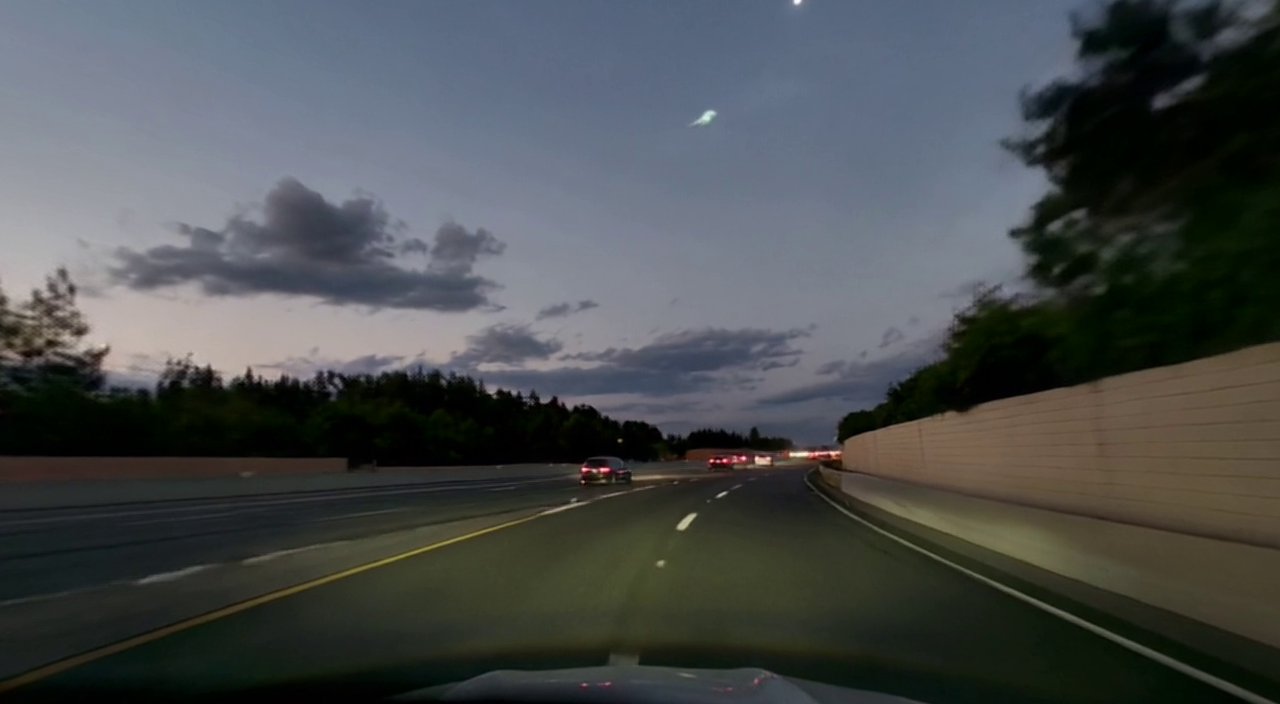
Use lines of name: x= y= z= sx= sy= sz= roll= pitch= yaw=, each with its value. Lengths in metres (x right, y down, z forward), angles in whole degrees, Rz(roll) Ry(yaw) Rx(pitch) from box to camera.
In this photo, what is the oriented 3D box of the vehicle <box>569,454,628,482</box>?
vehicle: x=-2.268 y=6.610 z=36.253 sx=1.699 sy=1.461 sz=4.924 roll=-3 pitch=-9 yaw=17
